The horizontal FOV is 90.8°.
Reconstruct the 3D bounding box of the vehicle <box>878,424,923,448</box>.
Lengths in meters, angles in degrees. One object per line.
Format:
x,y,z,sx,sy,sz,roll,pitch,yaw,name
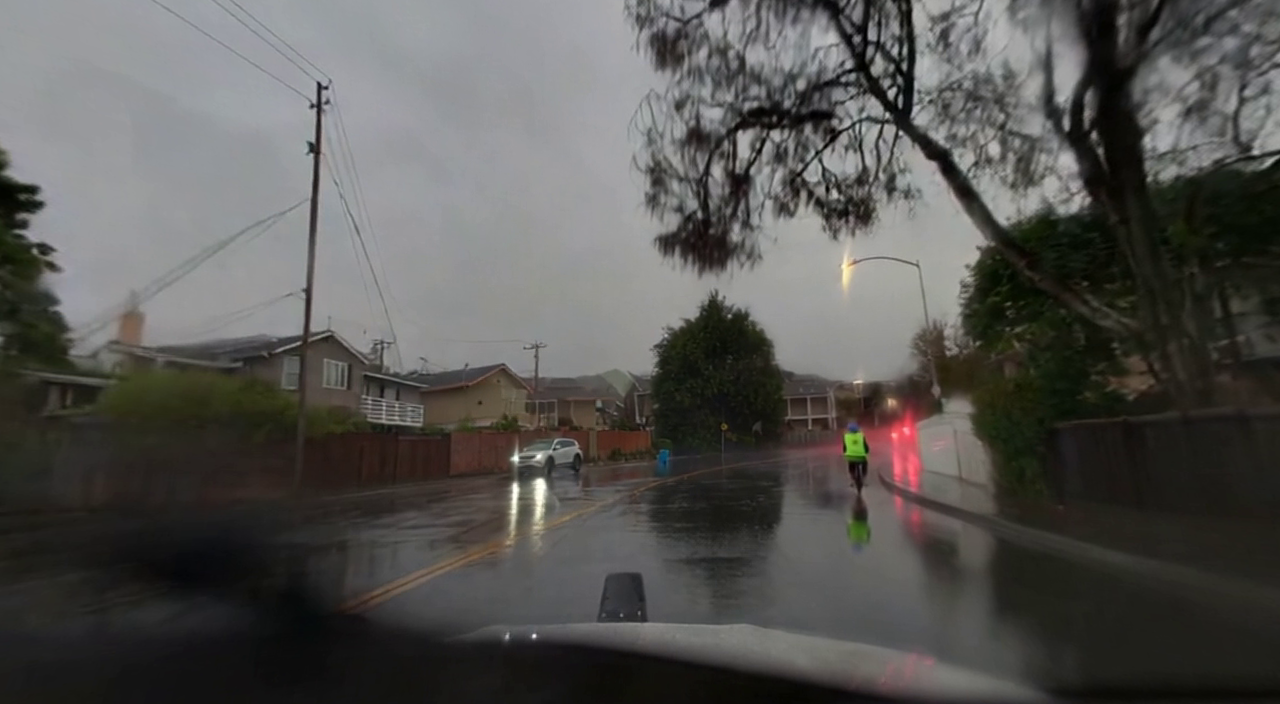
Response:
19.718,6.411,47.750,2.105,1.705,4.392,-6,-11,35,vehicle

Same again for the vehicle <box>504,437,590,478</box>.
-3.982,4.623,27.914,1.937,1.670,4.391,-3,-9,19,vehicle
